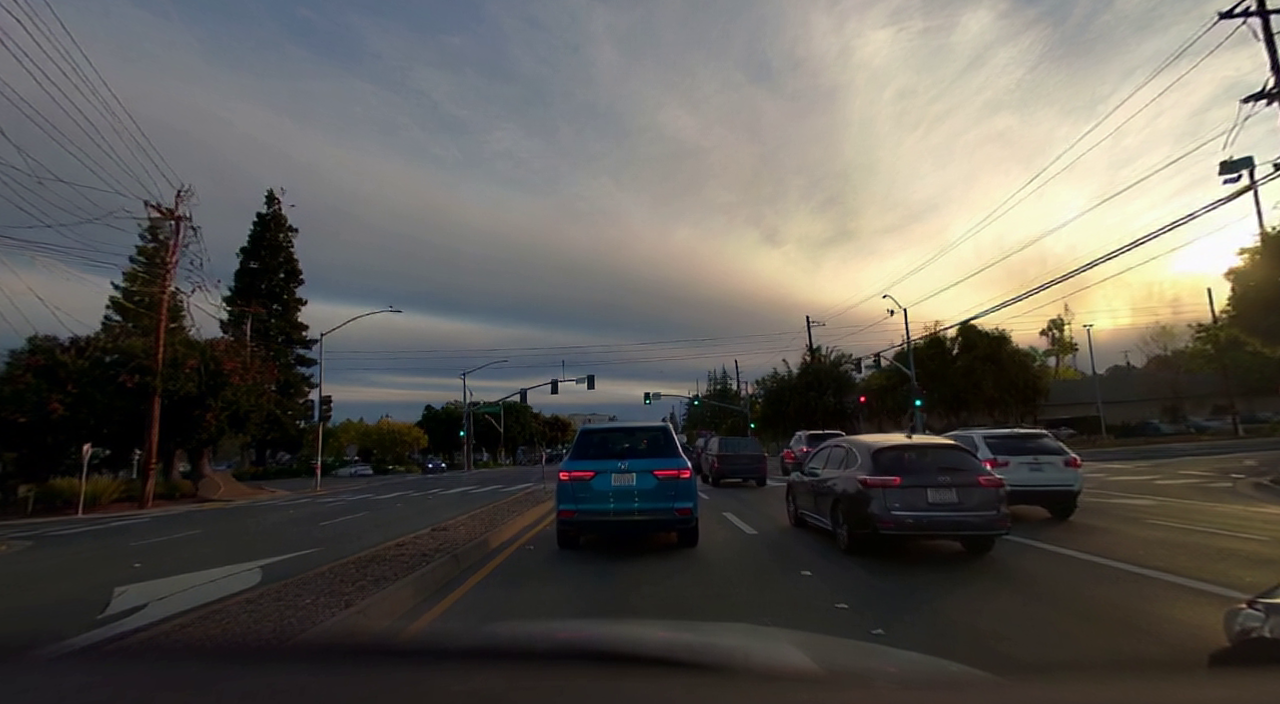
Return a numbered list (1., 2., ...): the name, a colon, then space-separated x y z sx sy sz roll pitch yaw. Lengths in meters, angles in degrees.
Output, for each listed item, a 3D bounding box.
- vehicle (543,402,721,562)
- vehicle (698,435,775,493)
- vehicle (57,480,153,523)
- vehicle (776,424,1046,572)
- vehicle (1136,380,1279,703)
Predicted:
1. vehicle: -0.141 1.957 10.173 2.231 1.998 4.254 0 -9 -1
2. vehicle: 3.161 3.755 21.556 1.915 1.765 4.047 0 -9 -1
3. vehicle: -26.390 7.393 31.168 4.526 1.715 1.989 -10 -13 28
4. vehicle: 3.430 1.919 9.132 1.880 1.579 4.401 0 -9 -1
5. vehicle: 3.282 0.629 0.735 1.889 1.517 4.308 0 -9 0
